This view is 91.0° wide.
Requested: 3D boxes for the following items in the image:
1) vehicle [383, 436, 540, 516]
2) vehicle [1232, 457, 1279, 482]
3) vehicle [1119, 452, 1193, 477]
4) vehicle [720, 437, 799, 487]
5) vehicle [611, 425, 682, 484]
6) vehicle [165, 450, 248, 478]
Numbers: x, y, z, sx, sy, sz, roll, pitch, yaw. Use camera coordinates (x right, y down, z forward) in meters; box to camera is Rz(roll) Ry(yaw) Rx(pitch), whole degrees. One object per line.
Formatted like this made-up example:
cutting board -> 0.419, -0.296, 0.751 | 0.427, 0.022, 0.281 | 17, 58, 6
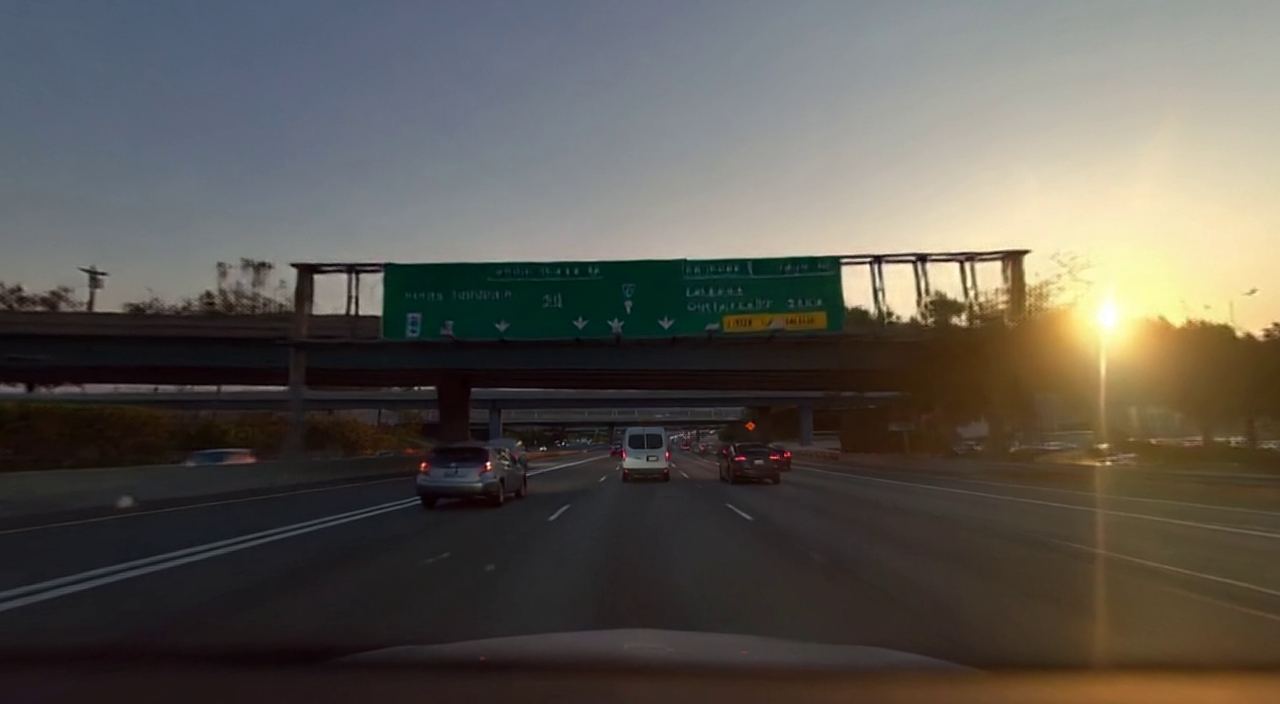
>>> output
vehicle -> -3.861, 2.782, 14.711 | 2.173, 1.542, 4.781 | 0, -9, 1
vehicle -> 38.468, 7.047, 37.936 | 3.634, 1.431, 1.740 | -1, -9, 7
vehicle -> 40.091, 8.722, 48.995 | 3.747, 1.473, 2.058 | -7, -8, 10
vehicle -> 4.366, 4.077, 23.749 | 2.146, 1.678, 4.489 | 0, -9, 1
vehicle -> 0.243, 4.003, 24.726 | 2.509, 2.062, 4.639 | 0, -9, 0
vehicle -> -26.974, 6.937, 39.412 | 1.860, 1.613, 4.563 | 0, -9, 1
